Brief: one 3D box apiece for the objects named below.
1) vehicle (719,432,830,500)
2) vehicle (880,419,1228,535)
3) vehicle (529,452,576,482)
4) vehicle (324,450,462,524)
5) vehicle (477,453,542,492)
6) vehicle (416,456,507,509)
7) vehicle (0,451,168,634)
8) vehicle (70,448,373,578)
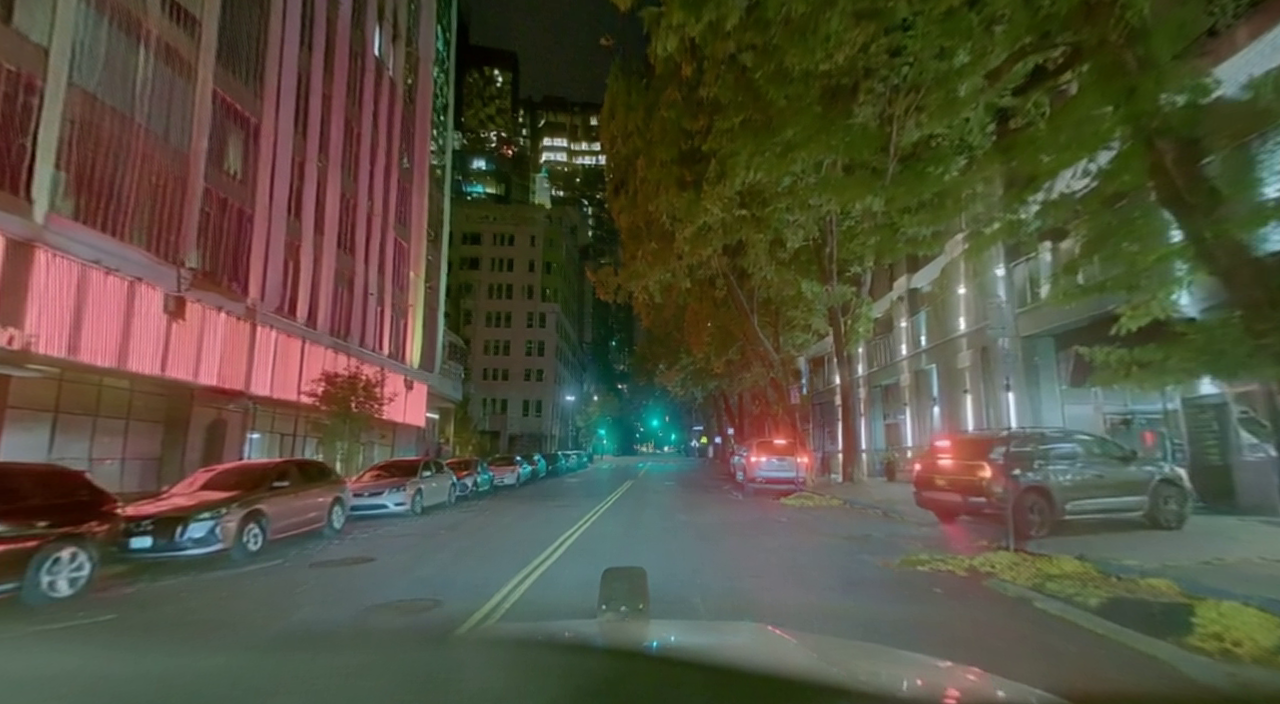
[{"bbox_3d":[4.524,3.929,22.512,2.568,2.001,5.999,-2,-8,-1],"label":"vehicle"},{"bbox_3d":[7.372,2.257,11.797,4.772,1.876,2.400,-1,-8,1],"label":"vehicle"},{"bbox_3d":[-5.383,7.133,39.433,2.270,1.539,4.855,-2,-8,-1],"label":"vehicle"},{"bbox_3d":[-6.529,3.564,17.317,1.944,1.574,4.717,-2,-8,-1],"label":"vehicle"},{"bbox_3d":[-5.912,5.494,29.103,2.110,1.498,4.555,-2,-8,-1],"label":"vehicle"},{"bbox_3d":[-6.231,4.594,22.640,1.889,1.451,5.013,-2,-8,-1],"label":"vehicle"},{"bbox_3d":[-7.004,1.735,5.305,2.244,1.616,5.013,-2,-8,-1],"label":"vehicle"},{"bbox_3d":[-6.697,2.555,10.952,2.123,1.596,4.659,-2,-8,-1],"label":"vehicle"}]
